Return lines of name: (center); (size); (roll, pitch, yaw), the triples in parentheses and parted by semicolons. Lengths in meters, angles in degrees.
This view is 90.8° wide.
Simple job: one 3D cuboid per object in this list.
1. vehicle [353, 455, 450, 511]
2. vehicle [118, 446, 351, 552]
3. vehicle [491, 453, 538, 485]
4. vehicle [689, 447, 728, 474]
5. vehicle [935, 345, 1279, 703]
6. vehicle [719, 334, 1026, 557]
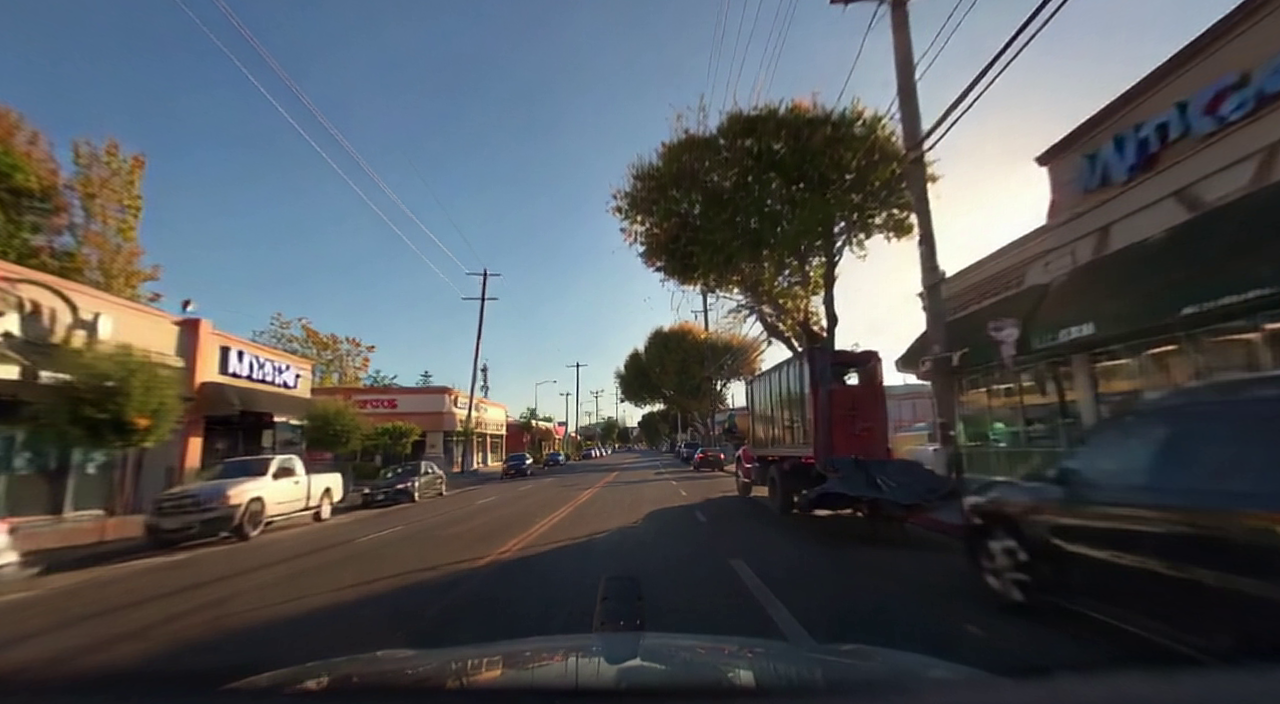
vehicle: (-7.623, 4.182, 20.564); (1.678, 1.468, 3.706); (-4, -9, 1)
vehicle: (-7.699, 2.754, 12.612); (1.882, 1.639, 4.187); (-3, -8, 0)
vehicle: (-7.241, 6.761, 36.798); (1.787, 1.543, 4.052); (-4, -8, 1)
vehicle: (4.262, 6.792, 39.798); (1.990, 1.521, 4.693); (-1, -8, 1)
vehicle: (3.766, 0.949, 3.270); (2.097, 1.784, 4.915); (-1, -8, 0)
vehicle: (3.998, 1.879, 13.748); (3.011, 3.127, 8.608); (-4, -7, -2)
